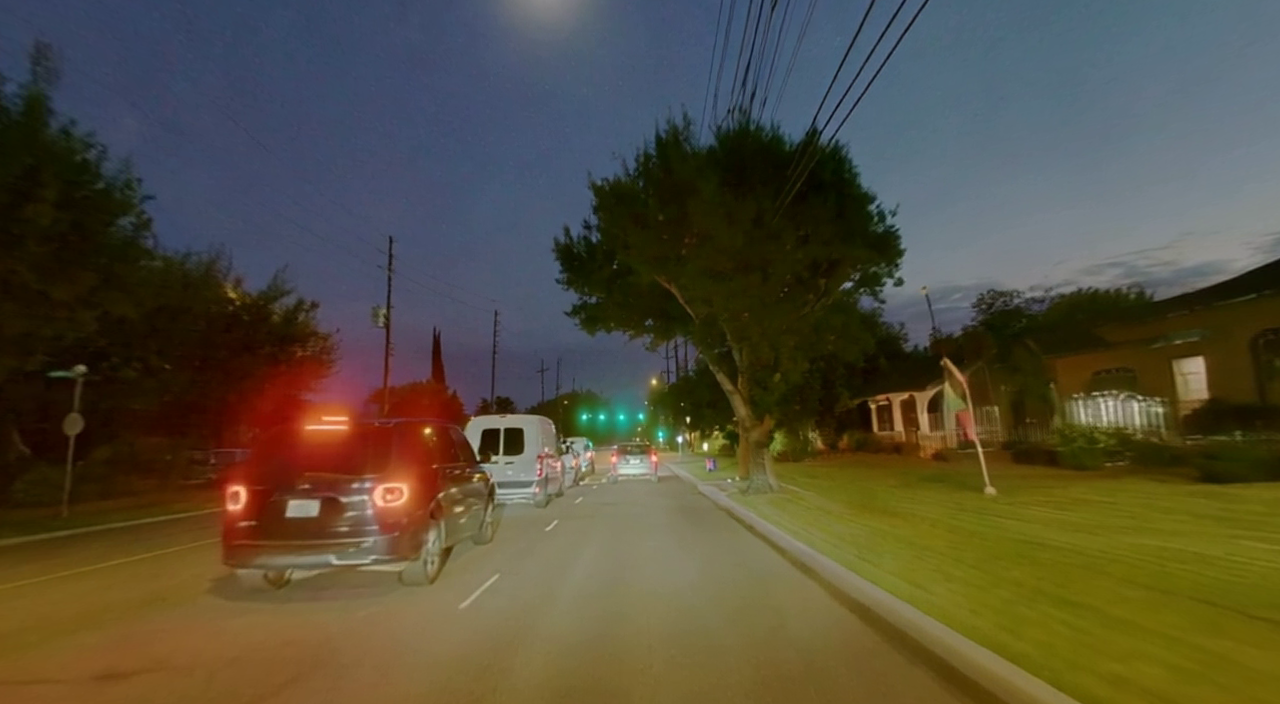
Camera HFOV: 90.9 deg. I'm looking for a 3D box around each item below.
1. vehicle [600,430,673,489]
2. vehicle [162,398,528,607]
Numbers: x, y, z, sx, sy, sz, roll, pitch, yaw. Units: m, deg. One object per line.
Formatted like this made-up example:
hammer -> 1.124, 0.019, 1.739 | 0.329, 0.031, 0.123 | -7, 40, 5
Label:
vehicle -> -0.100, 3.440, 20.391 | 2.120, 1.718, 3.909 | 0, -9, 0
vehicle -> -2.824, 1.561, 7.394 | 2.105, 1.709, 4.251 | 0, -9, 2
